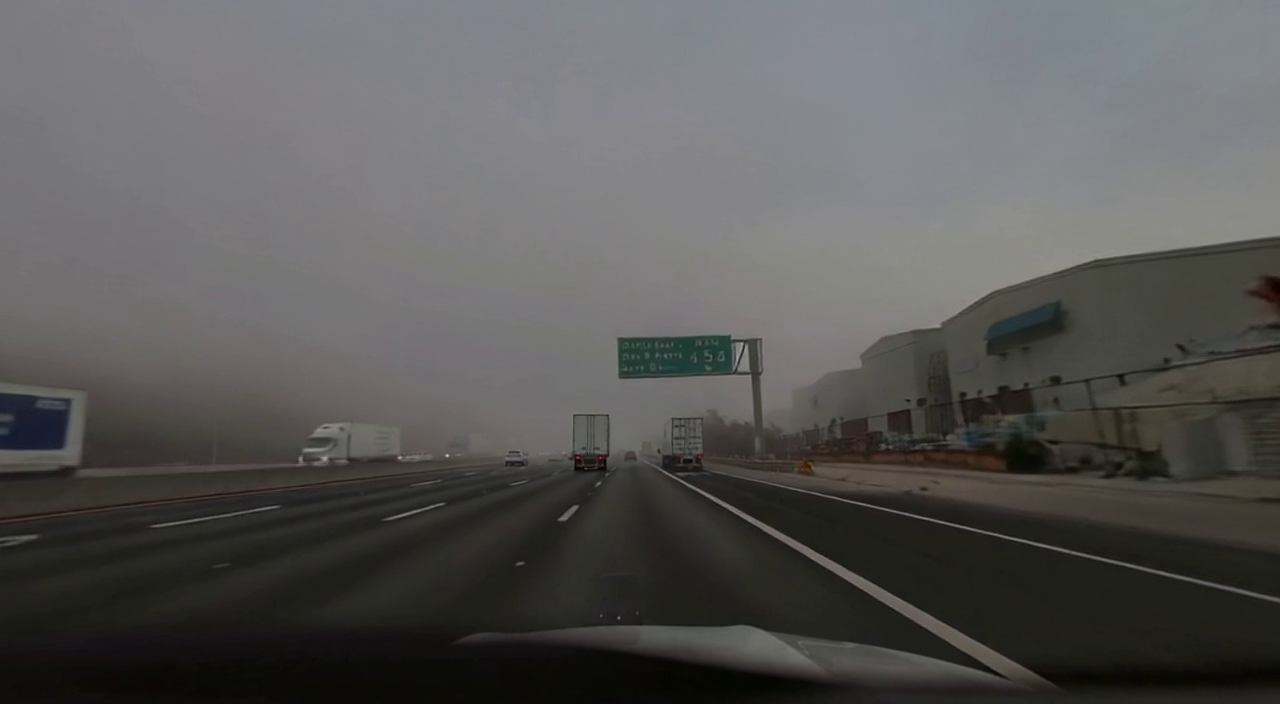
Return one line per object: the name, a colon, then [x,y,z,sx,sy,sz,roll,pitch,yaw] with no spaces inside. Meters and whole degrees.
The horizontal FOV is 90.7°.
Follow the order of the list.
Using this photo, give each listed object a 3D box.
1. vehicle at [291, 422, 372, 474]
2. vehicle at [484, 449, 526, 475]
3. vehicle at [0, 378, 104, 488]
vehicle: [-23.425,7.332,48.427,3.021,3.620,6.267,0,-9,-1]
vehicle: [-9.175,7.489,43.439,2.132,1.679,4.045,0,-9,-2]
vehicle: [-23.375,2.406,19.318,2.759,3.747,13.134,0,-9,-1]
